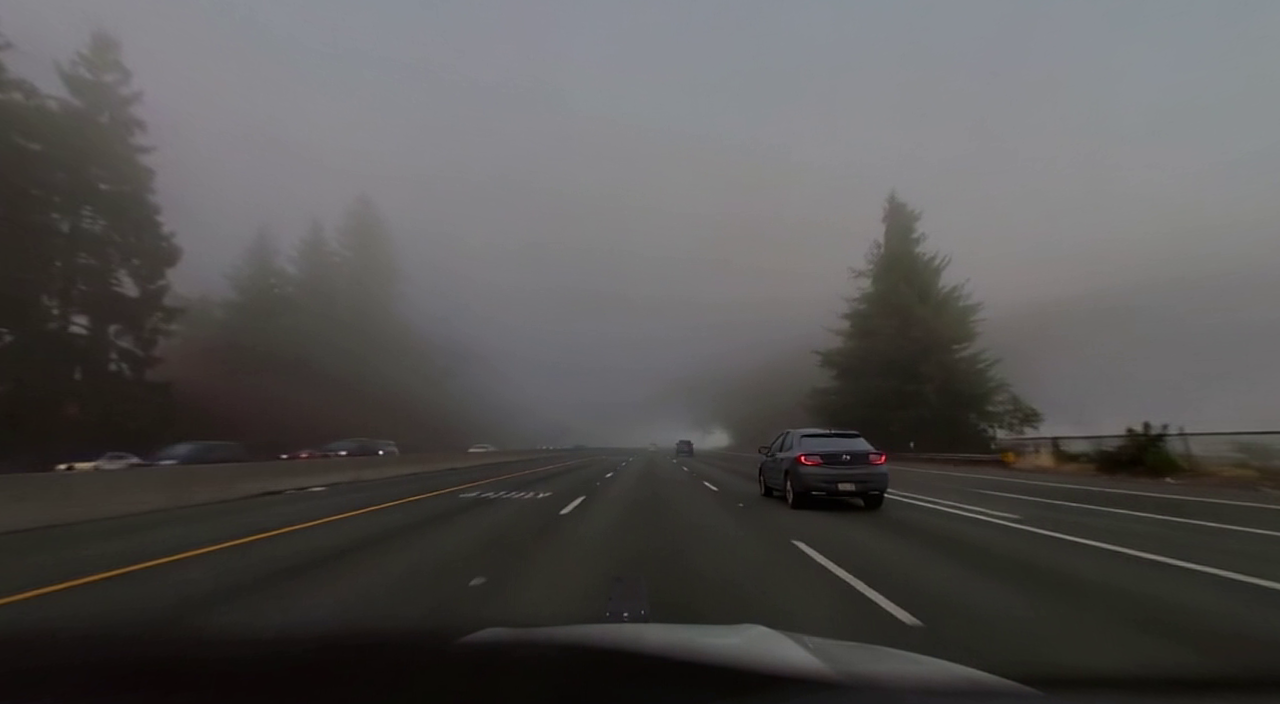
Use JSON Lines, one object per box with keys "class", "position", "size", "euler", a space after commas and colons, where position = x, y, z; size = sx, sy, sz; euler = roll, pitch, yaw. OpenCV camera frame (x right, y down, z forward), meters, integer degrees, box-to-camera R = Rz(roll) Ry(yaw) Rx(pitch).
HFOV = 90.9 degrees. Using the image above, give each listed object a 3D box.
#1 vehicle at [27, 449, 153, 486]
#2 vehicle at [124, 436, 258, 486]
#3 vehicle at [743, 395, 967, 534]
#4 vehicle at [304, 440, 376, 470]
{"class": "vehicle", "position": [-24.506, 5.127, 28.326], "size": [1.759, 1.476, 4.250], "euler": [0, -8, 1]}
{"class": "vehicle", "position": [-17.550, 4.269, 24.998], "size": [1.914, 1.766, 4.501], "euler": [-1, -8, 1]}
{"class": "vehicle", "position": [3.540, 2.021, 11.912], "size": [2.218, 1.964, 5.662], "euler": [0, -8, 0]}
{"class": "vehicle", "position": [-19.059, 6.540, 40.353], "size": [2.094, 1.790, 4.848], "euler": [-1, -8, 3]}
